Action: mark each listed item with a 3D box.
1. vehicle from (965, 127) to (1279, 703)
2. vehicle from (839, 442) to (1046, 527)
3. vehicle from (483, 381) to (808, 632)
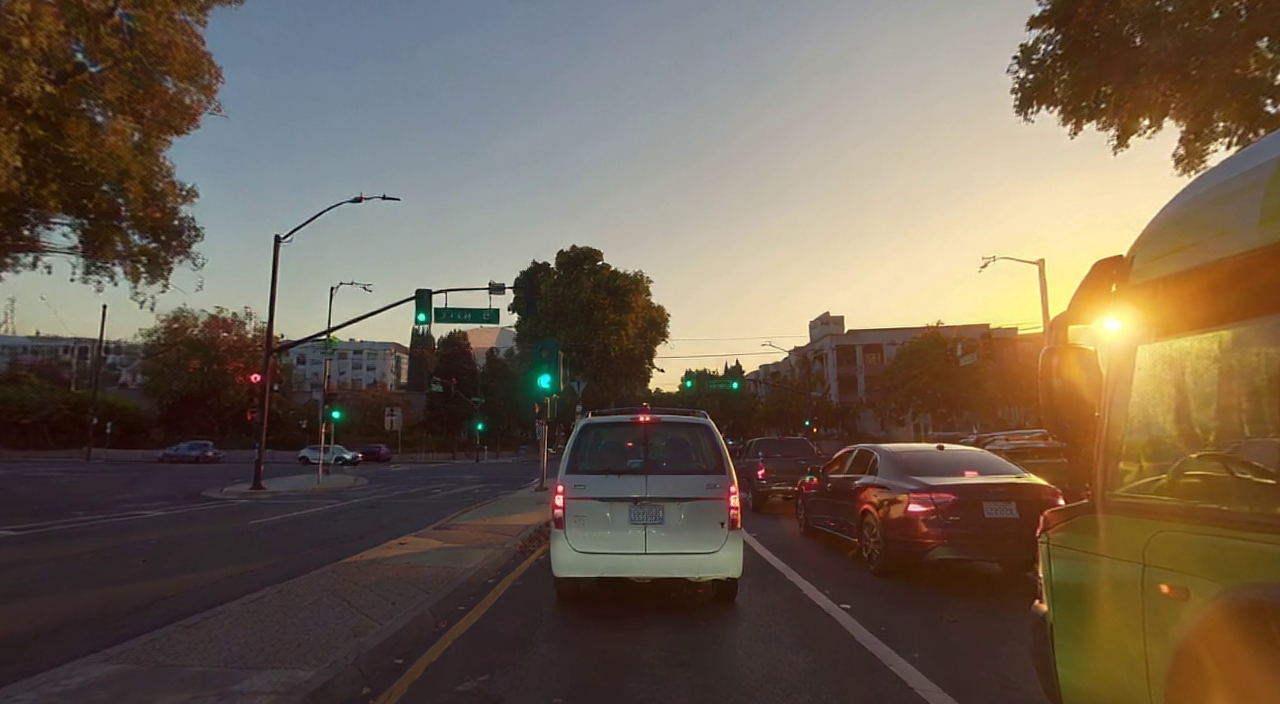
[{"bbox_3d":[2.613,0.316,0.427,2.037,2.065,5.037,0,-8,0],"label":"vehicle"},{"bbox_3d":[5.978,2.637,13.226,1.987,1.457,4.675,0,-8,-1],"label":"vehicle"},{"bbox_3d":[0.012,1.474,7.007,2.381,1.842,4.603,0,-8,-1],"label":"vehicle"}]
